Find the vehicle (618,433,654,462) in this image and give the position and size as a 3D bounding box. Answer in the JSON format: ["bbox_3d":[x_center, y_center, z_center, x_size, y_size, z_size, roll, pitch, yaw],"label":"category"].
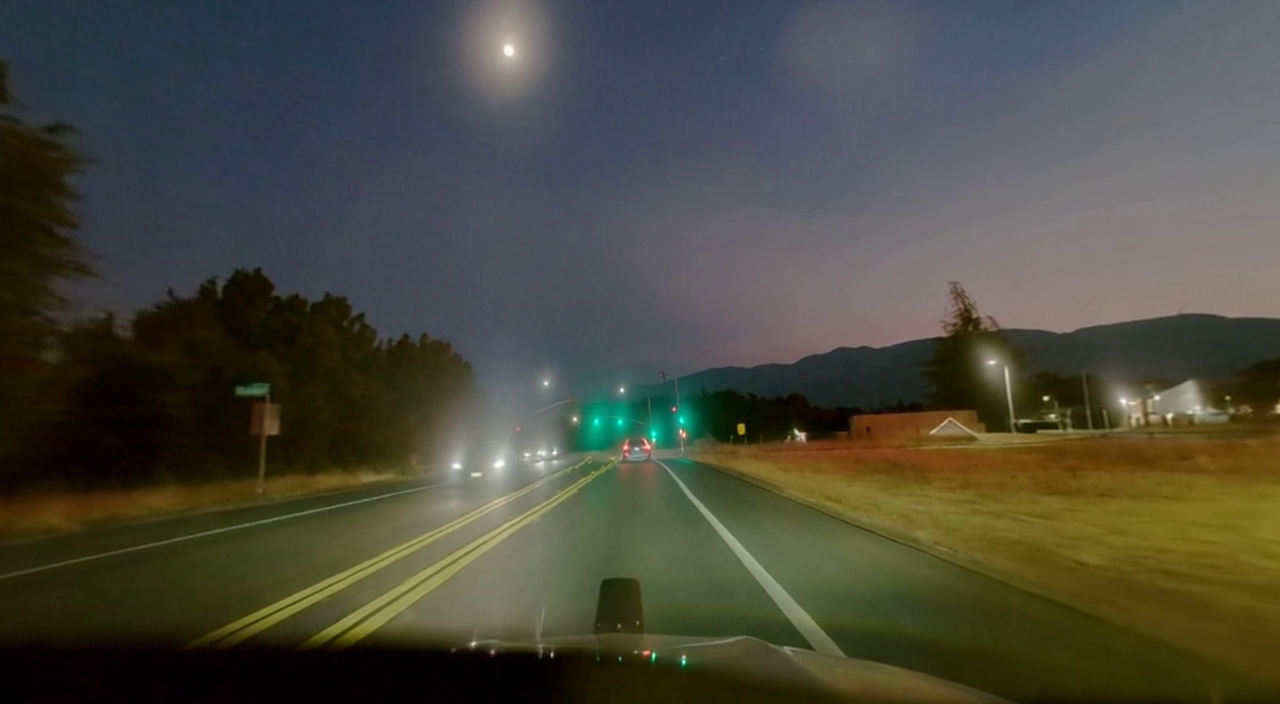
[{"bbox_3d":[-0.324,7.406,48.915,2.574,2.059,5.331,0,-8,-1],"label":"vehicle"}]

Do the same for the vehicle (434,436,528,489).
[{"bbox_3d":[-5.645,3.975,23.147,2.347,1.720,4.687,0,-8,-2],"label":"vehicle"}]
